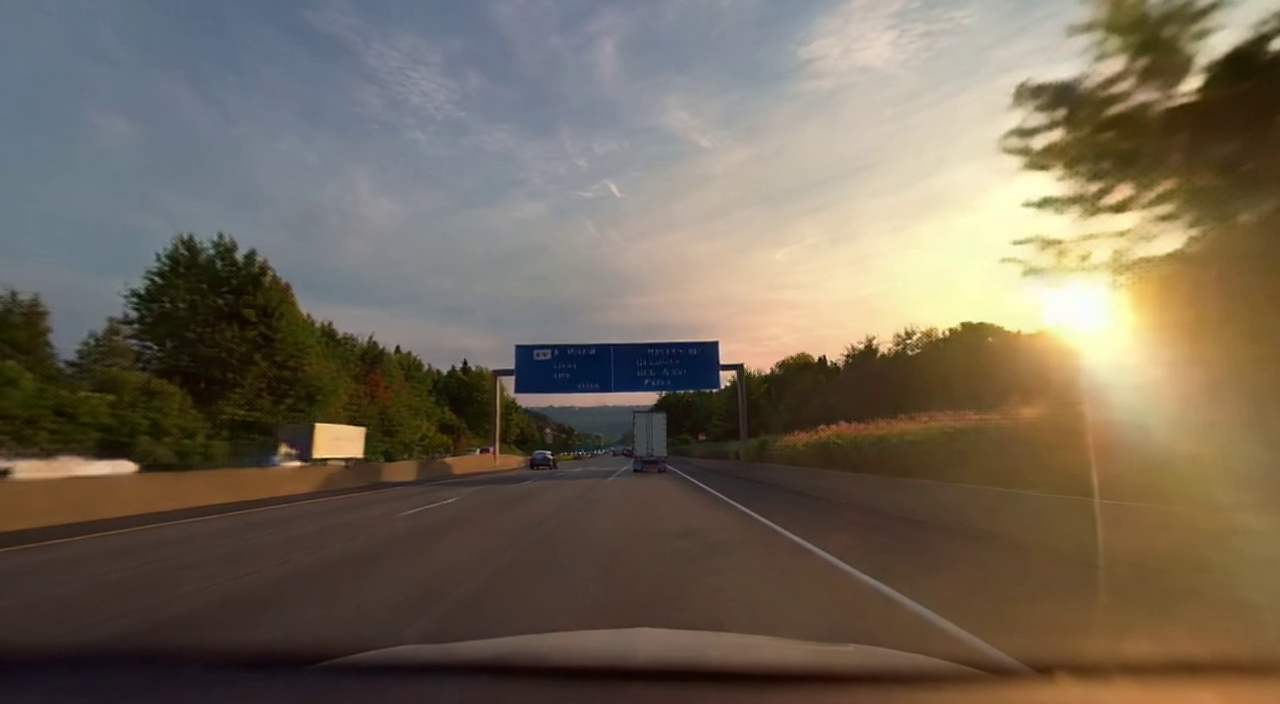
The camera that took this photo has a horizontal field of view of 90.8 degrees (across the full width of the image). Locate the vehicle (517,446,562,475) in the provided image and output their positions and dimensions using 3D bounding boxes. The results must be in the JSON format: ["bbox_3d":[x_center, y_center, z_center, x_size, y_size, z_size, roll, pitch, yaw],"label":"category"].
[{"bbox_3d":[-6.514,7.089,41.292,2.119,1.754,4.404,0,-9,1],"label":"vehicle"}]

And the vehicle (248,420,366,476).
[{"bbox_3d":[-23.807,7.024,45.970,3.032,3.588,10.037,0,-9,0],"label":"vehicle"}]
